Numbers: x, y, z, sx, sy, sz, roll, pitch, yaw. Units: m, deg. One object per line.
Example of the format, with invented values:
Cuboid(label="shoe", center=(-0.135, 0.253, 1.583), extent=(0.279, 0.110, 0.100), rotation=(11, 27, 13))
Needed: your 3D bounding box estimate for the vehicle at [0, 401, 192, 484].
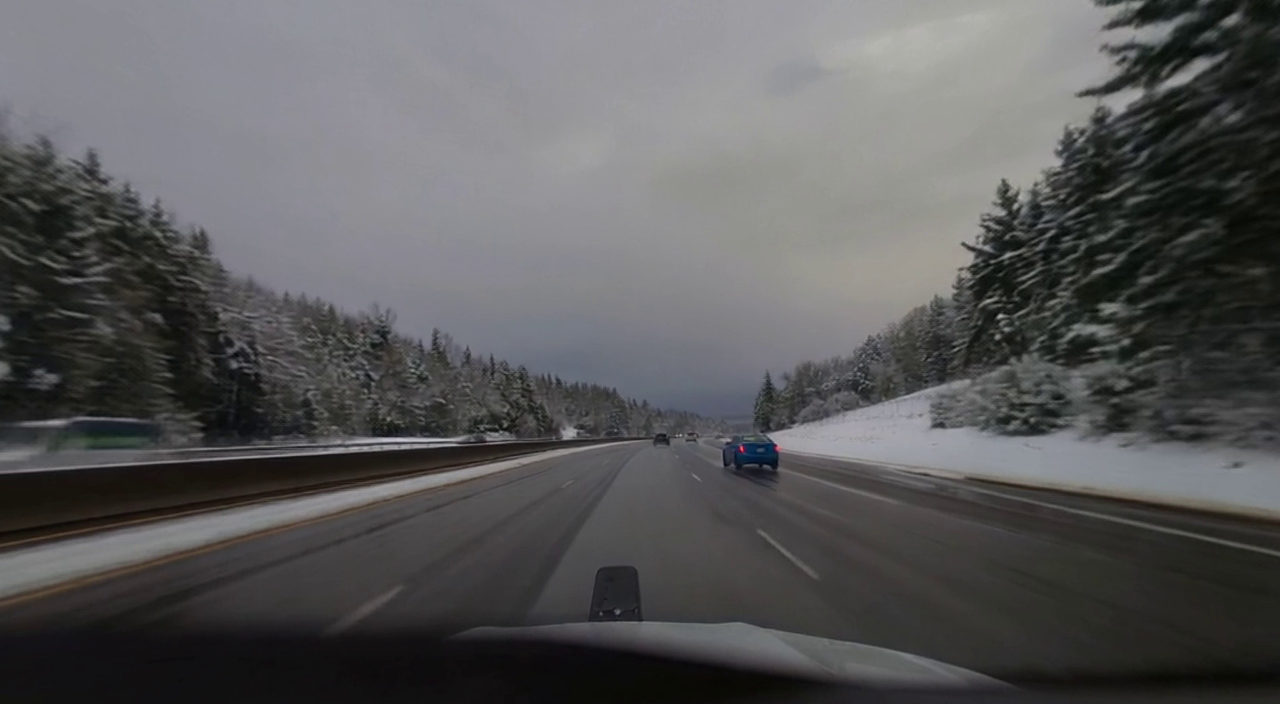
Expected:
Cuboid(label="vehicle", center=(-20.045, 3.314, 23.203), extent=(2.615, 2.658, 5.739), rotation=(0, -8, 1))

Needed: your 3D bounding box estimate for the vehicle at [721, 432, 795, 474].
Cuboid(label="vehicle", center=(4.406, 3.821, 24.171), extent=(1.982, 1.452, 4.294), rotation=(0, -8, -1))
